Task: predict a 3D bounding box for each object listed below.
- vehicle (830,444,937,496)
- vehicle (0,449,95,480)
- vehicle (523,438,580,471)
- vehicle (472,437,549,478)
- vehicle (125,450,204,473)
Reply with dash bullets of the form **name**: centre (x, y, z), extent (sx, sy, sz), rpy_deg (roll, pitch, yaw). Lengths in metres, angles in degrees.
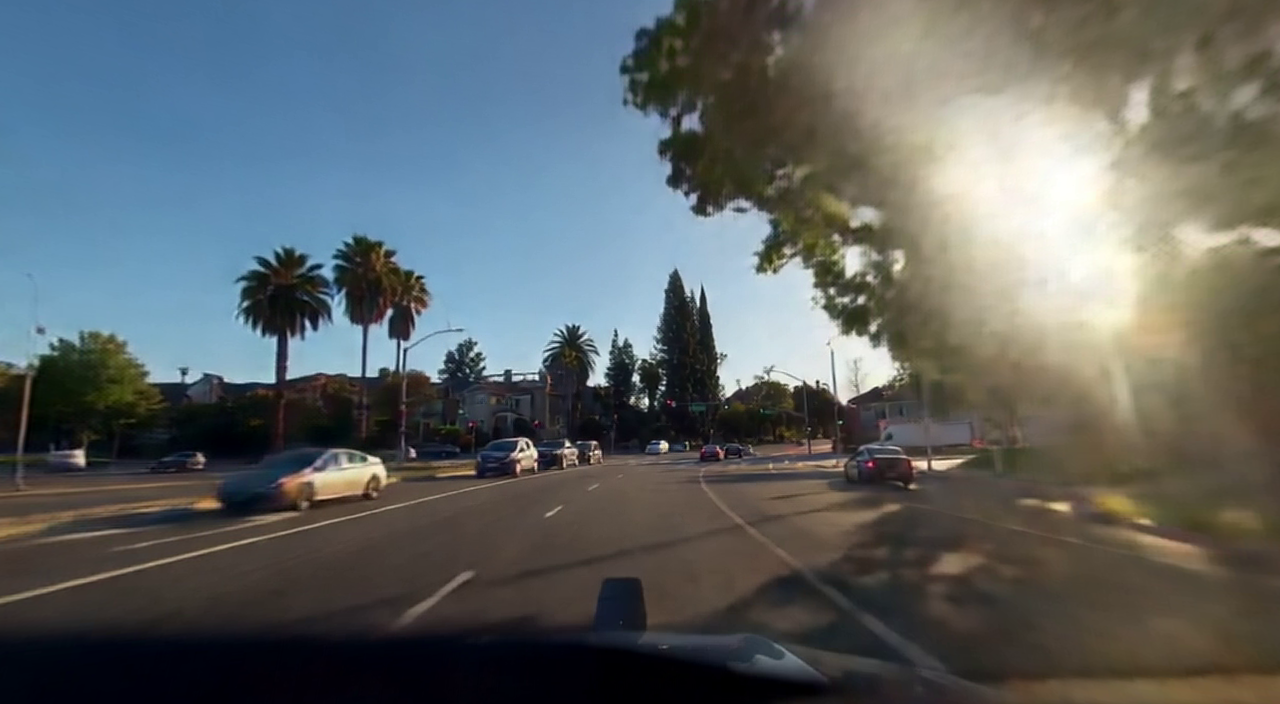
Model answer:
- **vehicle**: centre (7.705, 3.747, 20.560), extent (2.144, 1.473, 4.638), rpy_deg (-1, -9, 7)
- **vehicle**: centre (-42.459, 8.007, 45.255), extent (1.985, 1.789, 4.885), rpy_deg (-8, -9, 41)
- **vehicle**: centre (-5.103, 5.991, 37.228), extent (2.188, 1.789, 4.881), rpy_deg (-1, -9, 6)
- **vehicle**: centre (-5.815, 4.815, 29.081), extent (2.072, 1.738, 4.757), rpy_deg (-1, -9, 6)
- **vehicle**: centre (-37.292, 8.560, 49.612), extent (4.702, 1.449, 1.833), rpy_deg (4, -10, -42)
